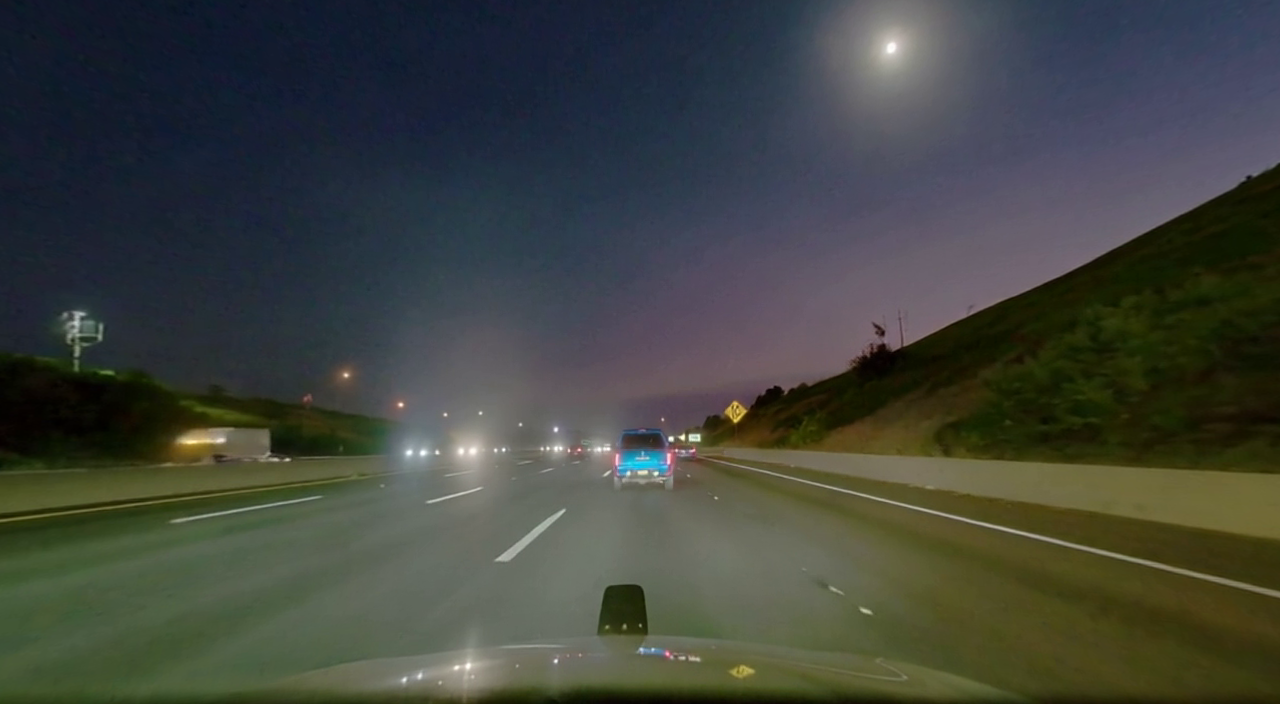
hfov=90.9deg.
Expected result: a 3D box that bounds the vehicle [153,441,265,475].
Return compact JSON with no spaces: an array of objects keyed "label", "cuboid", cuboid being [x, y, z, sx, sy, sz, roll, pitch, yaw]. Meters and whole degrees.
[{"label":"vehicle","cuboid":[-24.236,5.981,35.841,2.271,1.728,5.807,0,-9,1]}]

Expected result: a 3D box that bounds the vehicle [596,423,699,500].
[{"label":"vehicle","cuboid":[0.173,2.938,17.223,2.447,1.804,4.273,0,-9,0]}]
